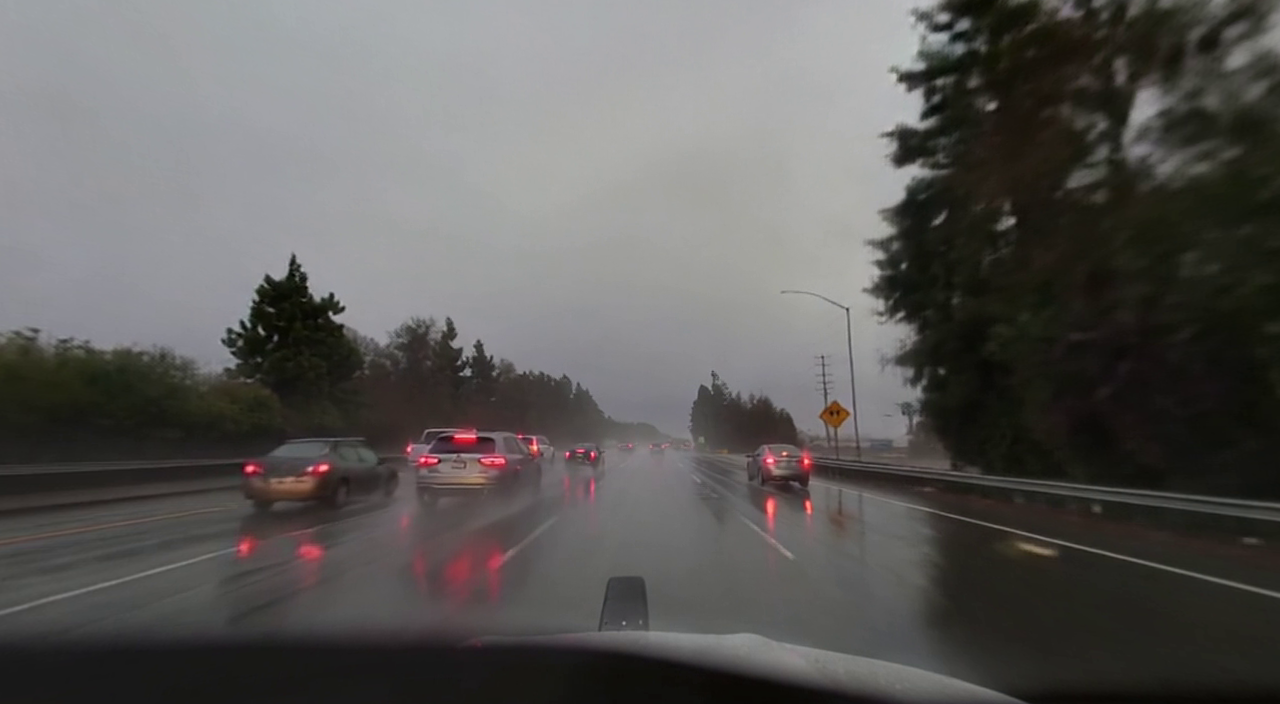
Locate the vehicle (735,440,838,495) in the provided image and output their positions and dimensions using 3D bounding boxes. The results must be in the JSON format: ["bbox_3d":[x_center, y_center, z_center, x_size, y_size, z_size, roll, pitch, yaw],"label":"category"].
[{"bbox_3d":[4.288,3.441,19.270,2.022,1.472,4.678,0,-8,0],"label":"vehicle"}]

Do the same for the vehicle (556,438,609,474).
[{"bbox_3d":[-2.832,5.263,32.044,2.133,1.668,4.505,0,-8,2],"label":"vehicle"}]

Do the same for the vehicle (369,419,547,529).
[{"bbox_3d":[-3.319,2.332,12.641,2.133,1.775,4.530,0,-8,1],"label":"vehicle"}]

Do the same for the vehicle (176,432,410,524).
[{"bbox_3d":[-6.759,2.493,13.138,2.049,1.544,4.866,0,-8,1],"label":"vehicle"}]
